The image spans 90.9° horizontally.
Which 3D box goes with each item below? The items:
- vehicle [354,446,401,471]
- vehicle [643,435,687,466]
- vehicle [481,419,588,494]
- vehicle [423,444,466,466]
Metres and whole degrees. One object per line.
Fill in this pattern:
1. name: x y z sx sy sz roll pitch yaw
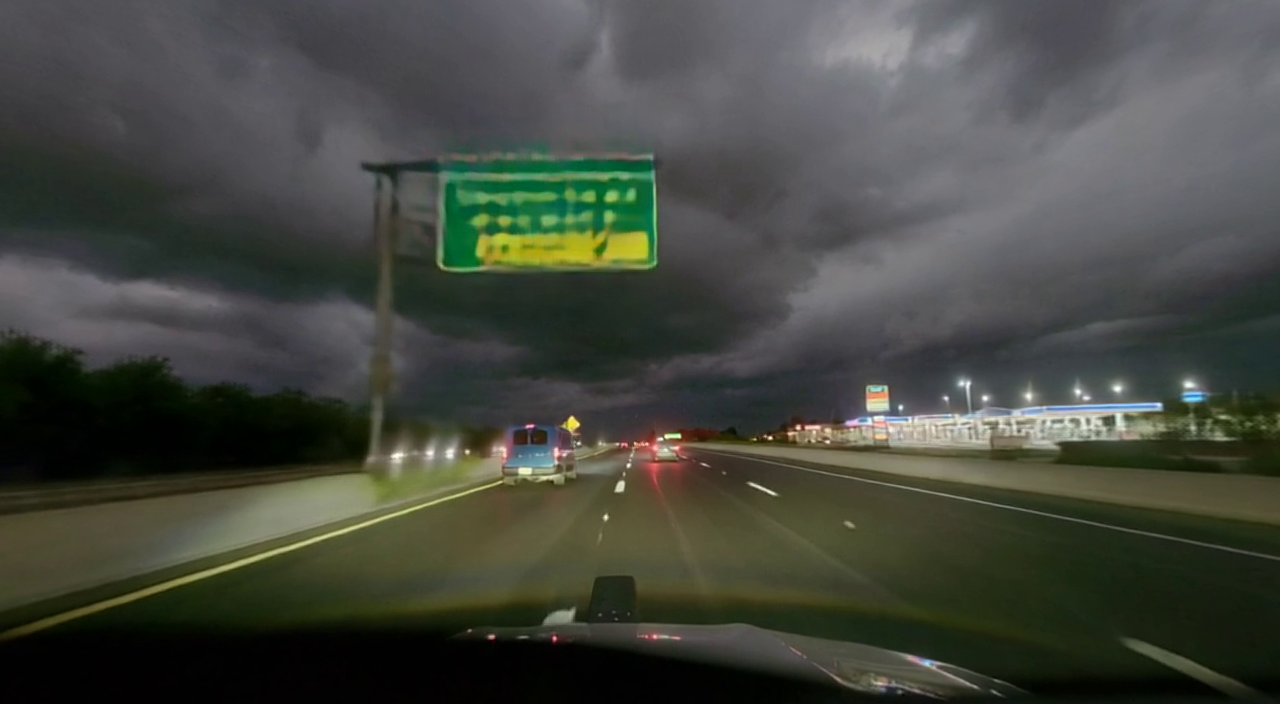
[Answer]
1. vehicle: -18.609 7.535 44.859 1.890 1.607 3.350 0 -8 0
2. vehicle: 1.276 5.310 34.356 2.151 1.550 4.694 0 -8 -1
3. vehicle: -2.637 2.722 16.878 2.061 1.732 4.457 0 -8 1
4. vehicle: -13.894 7.343 45.009 1.805 1.467 3.531 0 -8 2
